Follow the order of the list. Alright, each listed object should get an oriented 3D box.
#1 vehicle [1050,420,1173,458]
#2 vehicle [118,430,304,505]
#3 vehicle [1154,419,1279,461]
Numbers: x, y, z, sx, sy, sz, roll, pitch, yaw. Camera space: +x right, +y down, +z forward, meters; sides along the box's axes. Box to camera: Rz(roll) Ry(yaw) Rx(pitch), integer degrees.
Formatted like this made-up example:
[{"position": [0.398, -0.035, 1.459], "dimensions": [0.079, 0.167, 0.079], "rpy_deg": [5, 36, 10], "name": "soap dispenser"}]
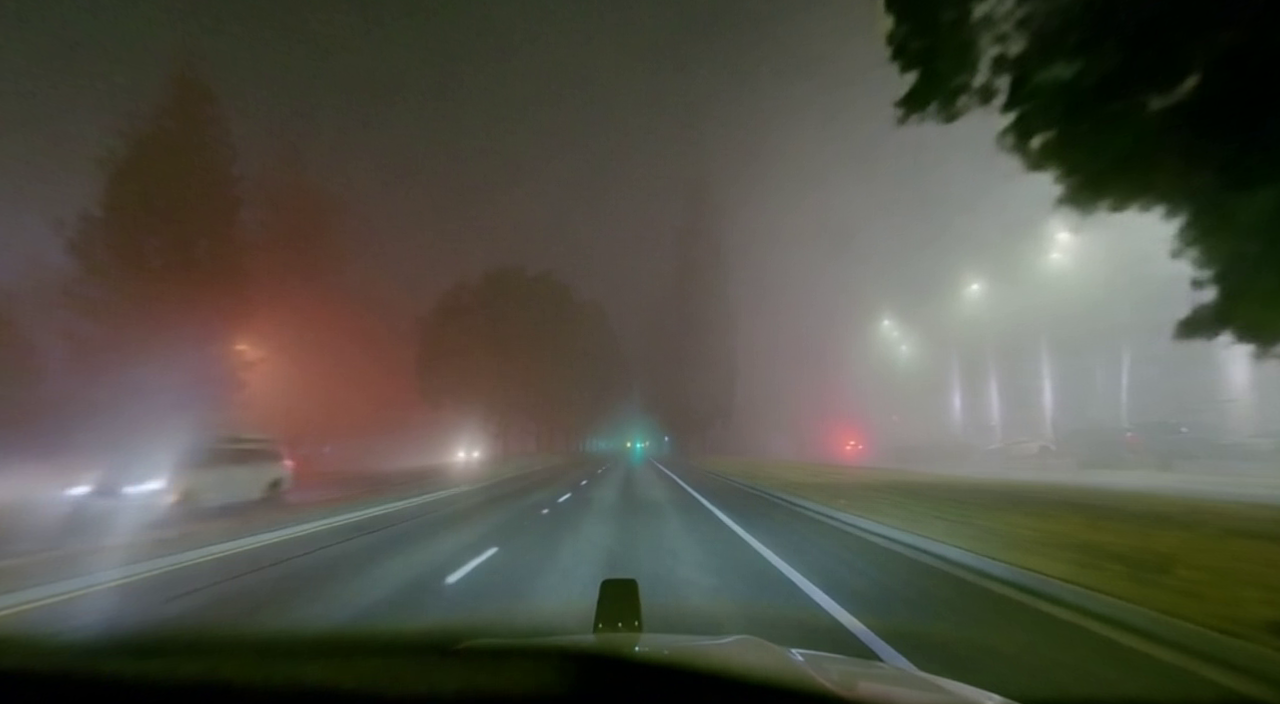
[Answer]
[{"position": [24.843, 4.624, 33.300], "dimensions": [4.814, 1.804, 1.980], "rpy_deg": [-1, -9, -1], "name": "vehicle"}, {"position": [-11.848, 3.208, 17.888], "dimensions": [2.146, 1.847, 4.437], "rpy_deg": [0, -8, 0], "name": "vehicle"}, {"position": [25.381, 3.822, 27.216], "dimensions": [4.393, 1.717, 2.010], "rpy_deg": [0, -9, 1], "name": "vehicle"}]
